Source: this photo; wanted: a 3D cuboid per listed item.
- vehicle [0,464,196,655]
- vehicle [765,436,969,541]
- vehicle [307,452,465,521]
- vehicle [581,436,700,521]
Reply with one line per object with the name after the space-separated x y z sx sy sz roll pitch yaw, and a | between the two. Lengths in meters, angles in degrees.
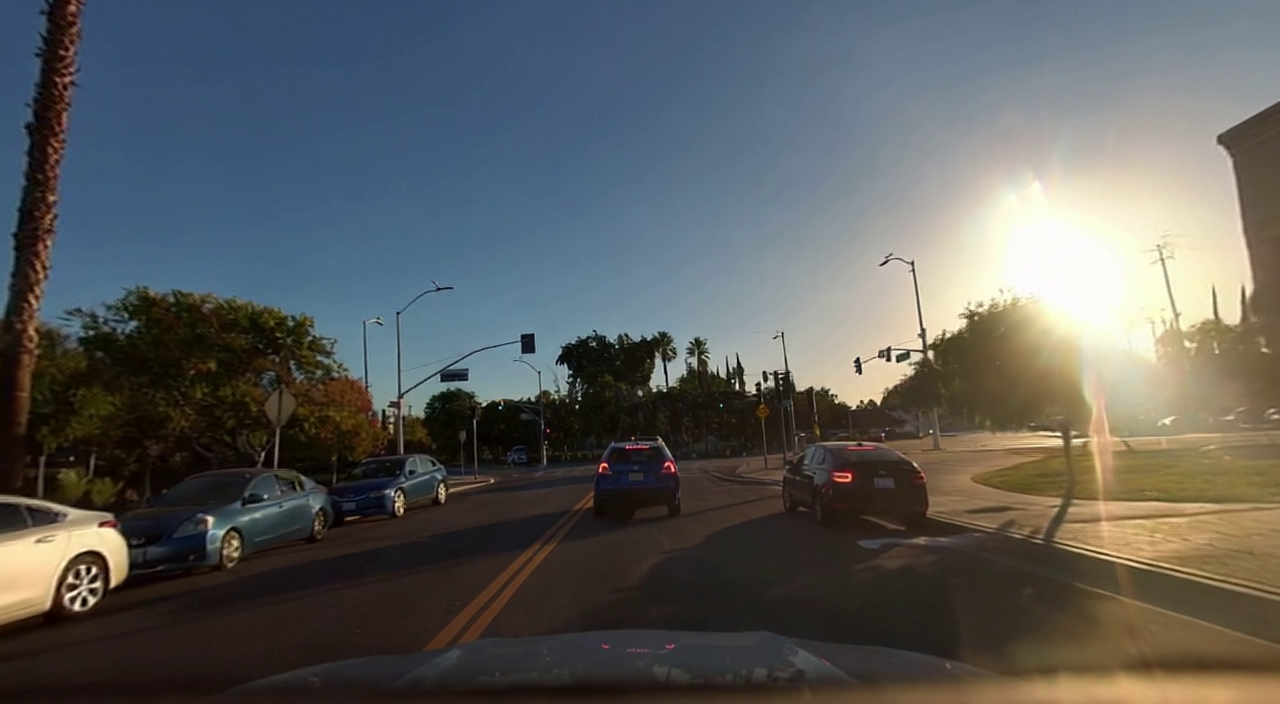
-6.176 1.725 5.105 1.850 1.482 4.454 0 -8 1 | vehicle
3.562 2.200 10.912 1.821 1.417 4.454 0 -8 -1 | vehicle
-6.370 3.390 16.554 2.105 1.469 4.693 0 -8 1 | vehicle
-0.001 2.500 13.039 2.060 1.452 4.078 0 -8 0 | vehicle
